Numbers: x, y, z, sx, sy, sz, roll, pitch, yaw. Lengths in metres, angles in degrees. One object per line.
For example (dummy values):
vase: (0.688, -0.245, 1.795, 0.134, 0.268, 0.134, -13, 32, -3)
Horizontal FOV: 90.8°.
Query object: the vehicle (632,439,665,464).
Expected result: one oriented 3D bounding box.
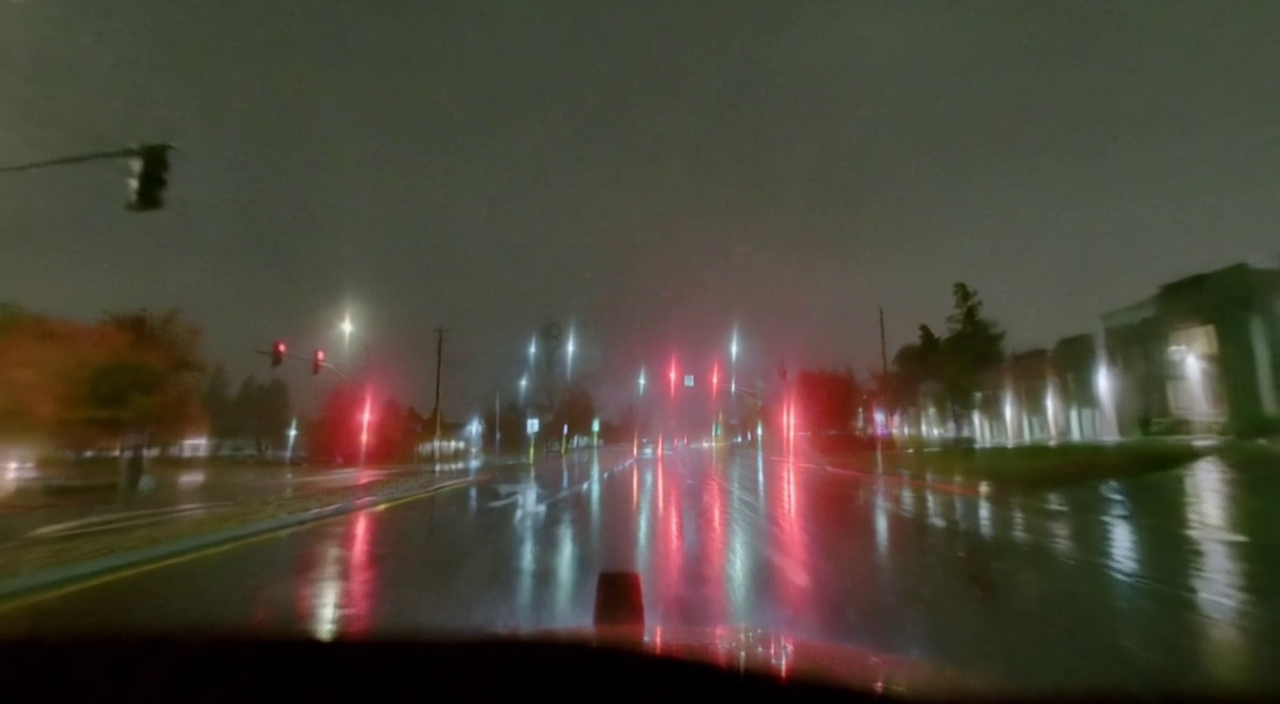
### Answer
vehicle: (0.599, 6.592, 42.174, 2.037, 1.568, 3.693, -1, -8, 3)
